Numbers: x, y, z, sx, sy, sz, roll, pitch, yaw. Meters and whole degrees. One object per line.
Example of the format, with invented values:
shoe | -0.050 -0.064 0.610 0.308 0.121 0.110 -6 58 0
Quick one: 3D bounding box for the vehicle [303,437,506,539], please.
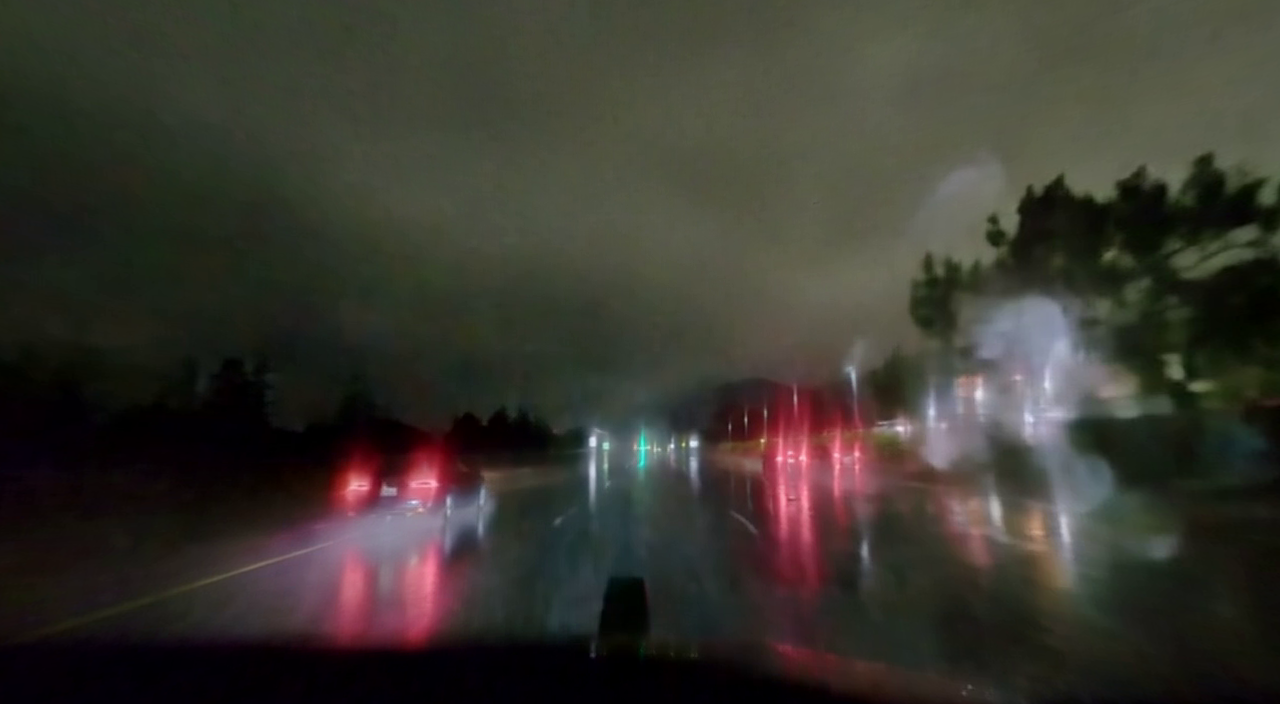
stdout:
vehicle | -4.049 2.397 11.816 2.021 1.526 4.385 0 -8 1
